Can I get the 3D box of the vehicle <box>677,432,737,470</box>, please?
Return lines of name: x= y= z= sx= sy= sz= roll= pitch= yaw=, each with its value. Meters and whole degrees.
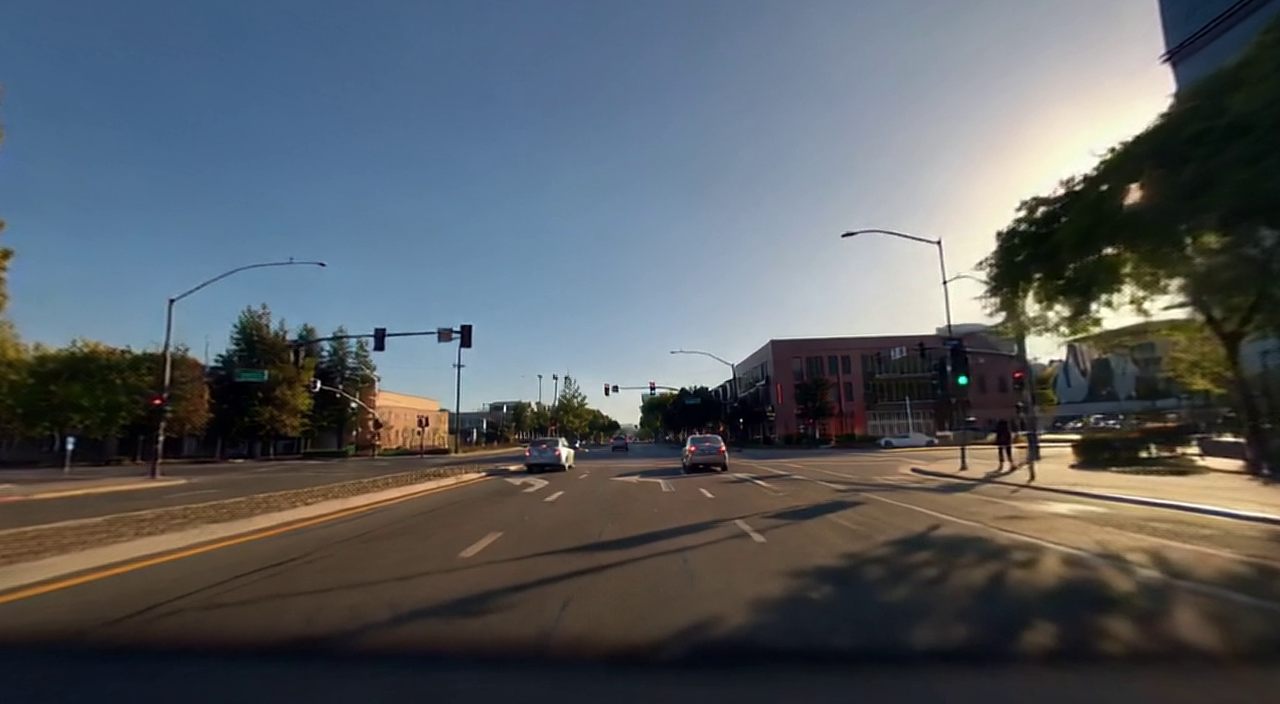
vehicle: x=2.860 y=4.389 z=28.151 sx=2.130 sy=1.524 sz=4.722 roll=0 pitch=-9 yaw=-1

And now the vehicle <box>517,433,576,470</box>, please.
vehicle: x=-4.113 y=4.475 z=28.546 sx=1.973 sy=1.526 sz=4.533 roll=0 pitch=-9 yaw=0
